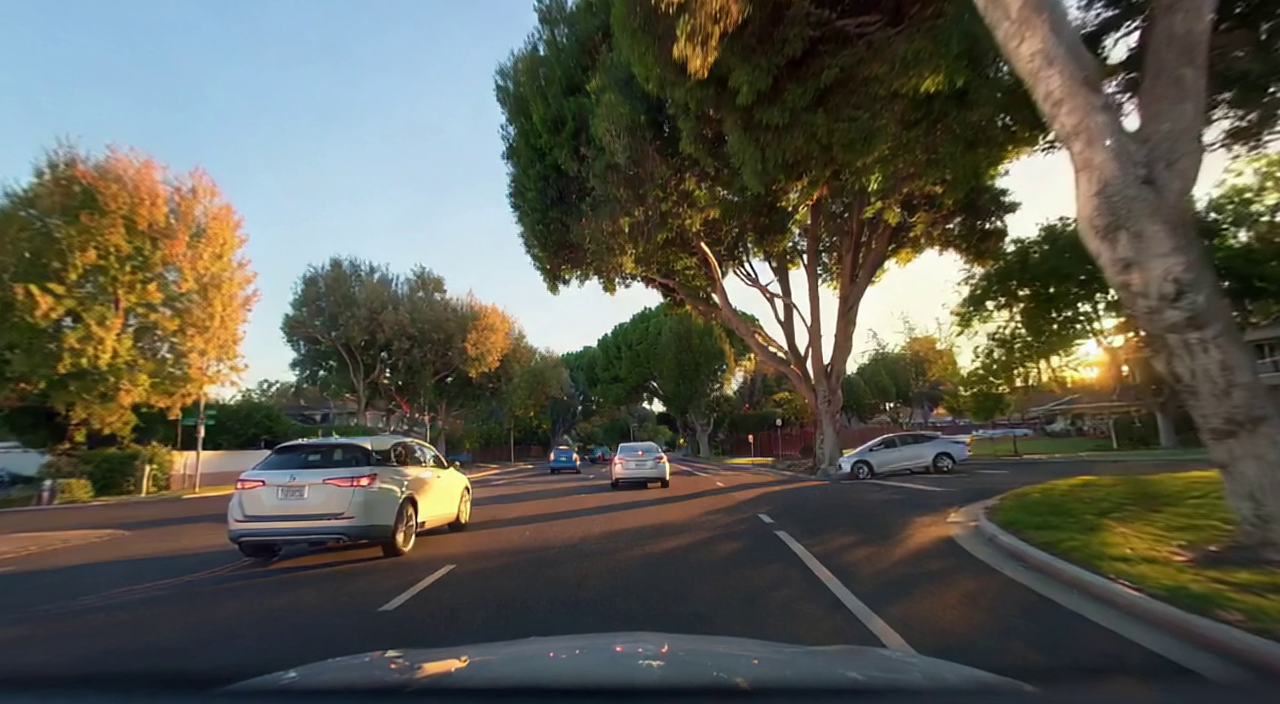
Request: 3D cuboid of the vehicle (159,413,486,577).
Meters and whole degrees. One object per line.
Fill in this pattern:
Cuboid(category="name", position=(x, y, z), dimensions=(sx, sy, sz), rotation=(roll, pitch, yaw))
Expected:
Cuboid(category="vehicle", position=(-3.951, 1.867, 9.097), dimensions=(2.243, 1.722, 4.621), rotation=(0, -8, 1))

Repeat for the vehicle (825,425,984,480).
Cuboid(category="vehicle", position=(8.902, 3.420, 21.610), dimensions=(4.497, 1.743, 1.983), rotation=(0, -8, 1))

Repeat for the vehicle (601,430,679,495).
Cuboid(category="vehicle", position=(-0.012, 3.361, 19.619), dimensions=(2.131, 1.761, 4.242), rotation=(0, -8, 0))

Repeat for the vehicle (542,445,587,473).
Cuboid(category="vehicle", position=(-4.252, 6.118, 36.305), dimensions=(2.014, 1.493, 4.658), rotation=(0, -8, 0))
